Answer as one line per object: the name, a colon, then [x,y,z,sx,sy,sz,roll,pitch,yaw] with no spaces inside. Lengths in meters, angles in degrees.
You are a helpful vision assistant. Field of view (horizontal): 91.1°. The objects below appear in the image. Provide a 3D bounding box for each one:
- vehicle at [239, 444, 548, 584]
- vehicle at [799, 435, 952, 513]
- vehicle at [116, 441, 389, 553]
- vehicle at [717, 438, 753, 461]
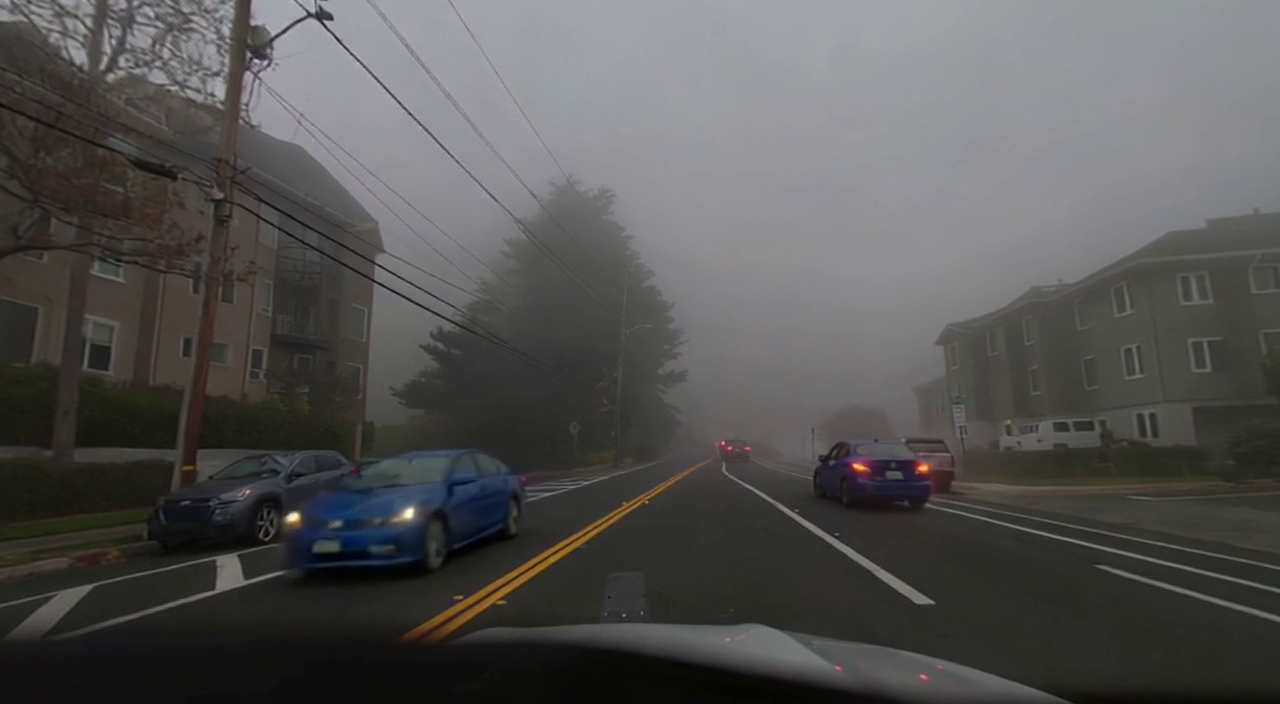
vehicle: [-2.991,2.047,8.978,2.155,1.436,4.501,-1,-8,8]
vehicle: [5.158,2.711,14.534,2.052,1.506,4.432,-1,-8,4]
vehicle: [-7.443,2.766,12.877,2.381,1.825,4.652,-1,-8,4]
vehicle: [7.425,7.643,49.381,2.306,1.719,4.805,-1,-8,3]
